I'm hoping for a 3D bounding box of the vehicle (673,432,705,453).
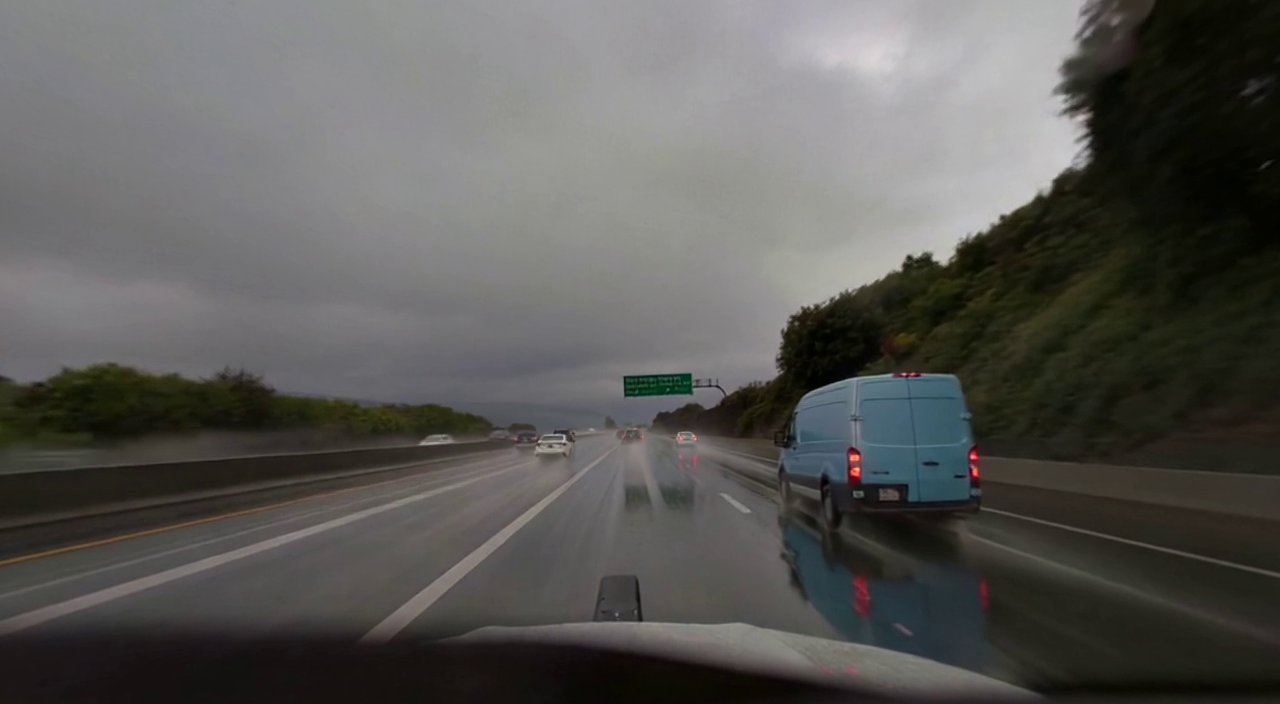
[{"bbox_3d":[3.486,6.480,45.240,1.806,1.469,3.681,0,-8,-2],"label":"vehicle"}]

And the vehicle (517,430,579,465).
[{"bbox_3d":[-4.122,4.353,28.924,2.204,1.486,4.121,0,-8,0],"label":"vehicle"}]
